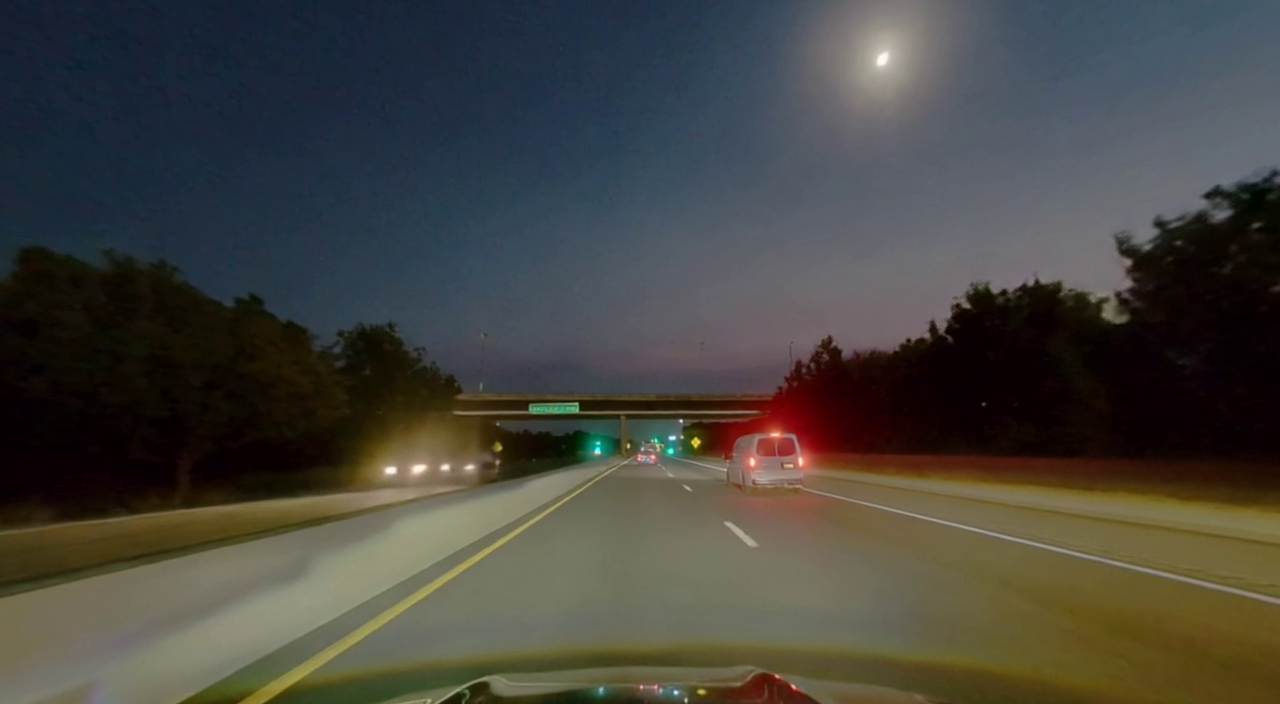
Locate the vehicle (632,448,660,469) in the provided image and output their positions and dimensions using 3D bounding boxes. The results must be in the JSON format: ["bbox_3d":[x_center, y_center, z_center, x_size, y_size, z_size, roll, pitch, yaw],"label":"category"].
[{"bbox_3d":[0.503,8.337,49.503,2.013,1.584,3.995,-1,-9,2],"label":"vehicle"}]

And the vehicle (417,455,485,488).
[{"bbox_3d":[-9.066,5.739,30.582,2.019,1.478,3.842,0,-9,1],"label":"vehicle"}]

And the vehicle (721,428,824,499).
[{"bbox_3d":[4.114,3.593,20.710,2.152,1.998,5.380,0,-9,0],"label":"vehicle"}]
